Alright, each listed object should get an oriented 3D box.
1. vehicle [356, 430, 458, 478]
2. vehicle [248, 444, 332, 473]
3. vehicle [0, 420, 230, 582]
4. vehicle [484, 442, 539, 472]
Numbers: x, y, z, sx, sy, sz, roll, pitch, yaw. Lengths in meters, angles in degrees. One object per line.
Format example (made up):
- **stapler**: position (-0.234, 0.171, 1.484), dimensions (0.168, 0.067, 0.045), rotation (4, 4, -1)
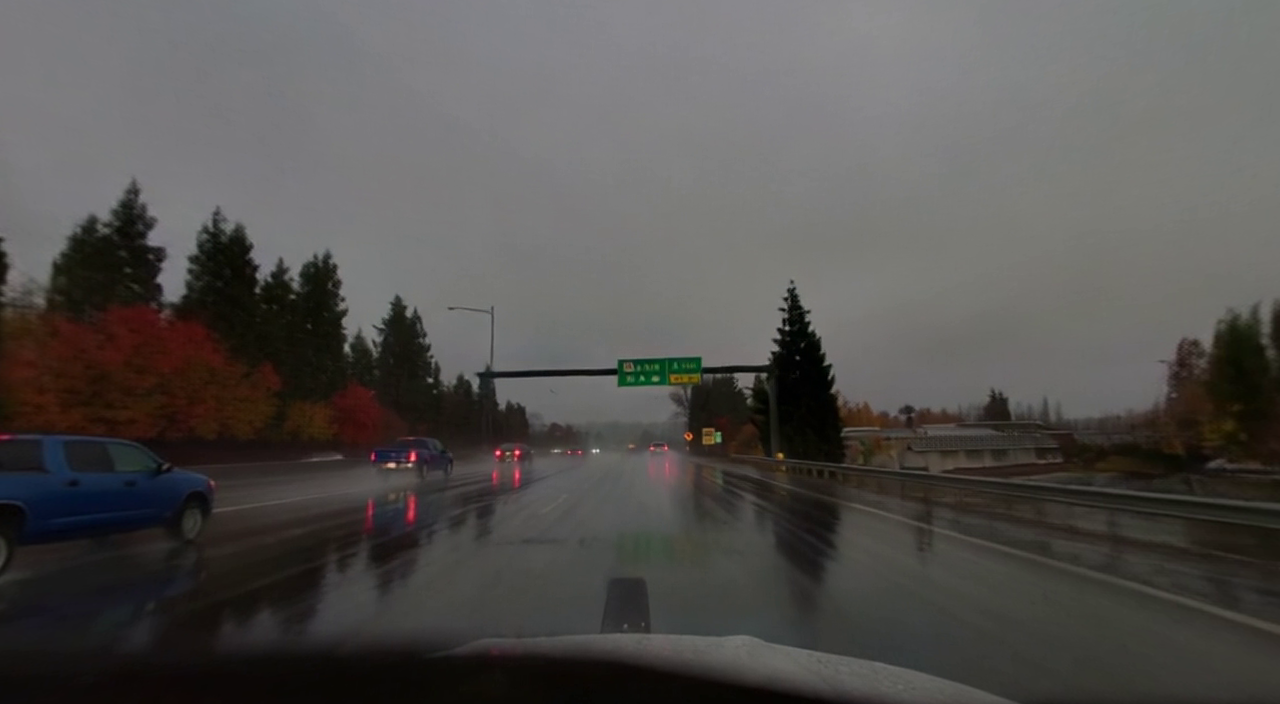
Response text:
- **vehicle**: position (-10.532, 4.657, 29.162), dimensions (2.347, 1.984, 5.778), rotation (0, -8, 2)
- **vehicle**: position (-20.744, 6.320, 37.679), dimensions (2.019, 1.623, 4.950), rotation (0, -8, 2)
- **vehicle**: position (-7.218, 1.597, 7.113), dimensions (1.965, 1.567, 4.686), rotation (0, -8, 1)
- **vehicle**: position (-6.724, 5.526, 33.424), dimensions (1.919, 1.499, 4.234), rotation (0, -8, 1)
